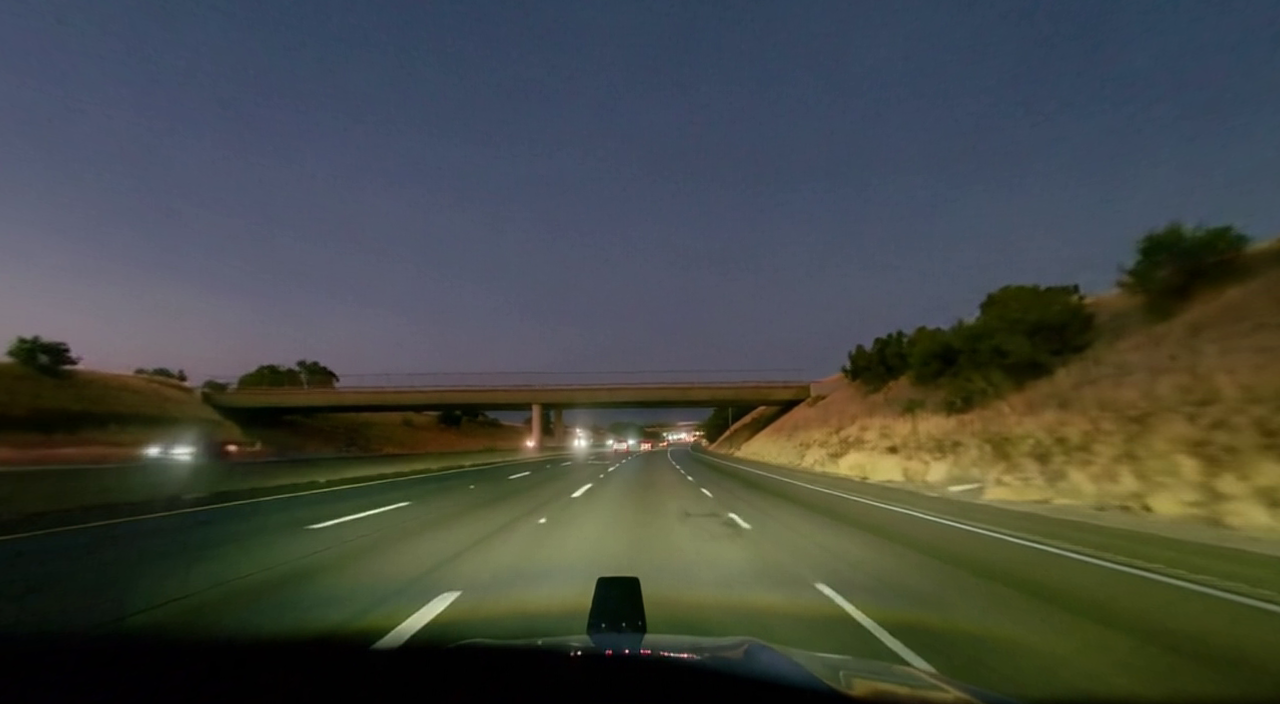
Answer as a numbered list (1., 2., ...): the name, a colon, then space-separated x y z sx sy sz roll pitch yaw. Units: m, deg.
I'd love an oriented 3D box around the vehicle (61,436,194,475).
1. vehicle: -24.666 5.014 30.669 1.961 1.717 5.260 0 -9 1
